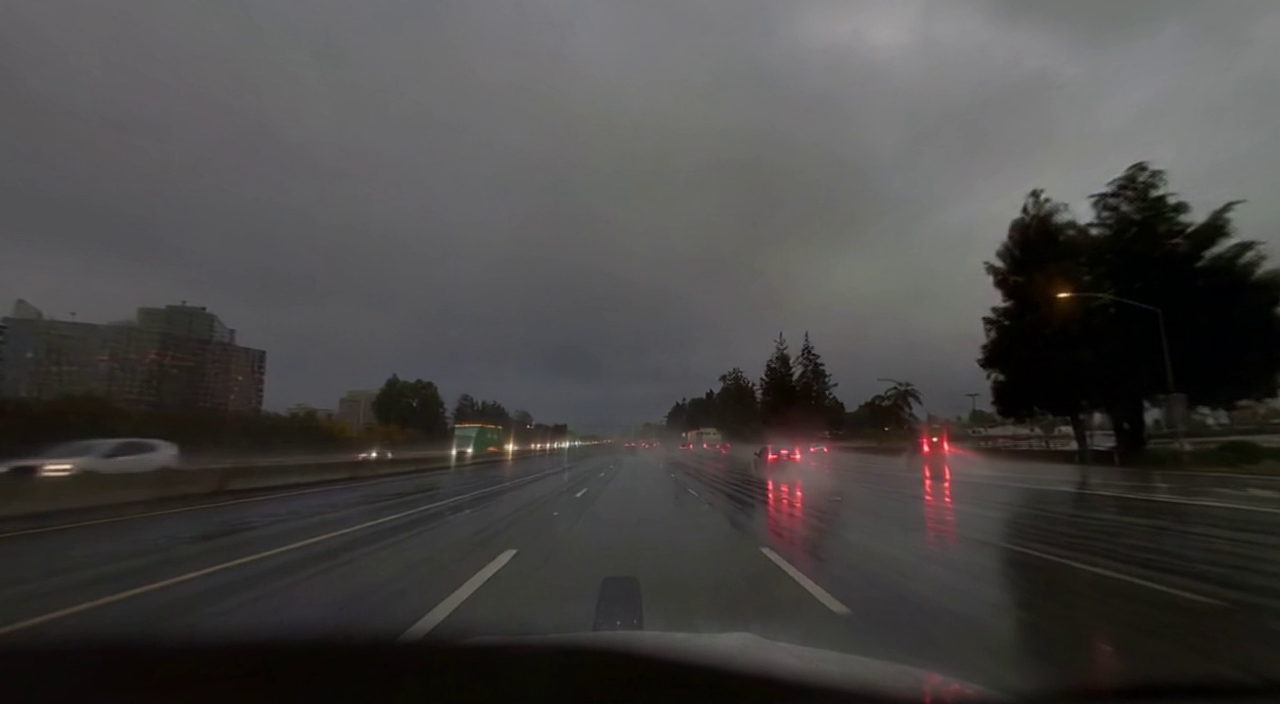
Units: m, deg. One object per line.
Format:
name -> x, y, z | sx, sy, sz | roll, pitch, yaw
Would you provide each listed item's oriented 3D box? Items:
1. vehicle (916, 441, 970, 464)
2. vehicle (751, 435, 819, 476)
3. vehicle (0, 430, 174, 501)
vehicle -> 21.930, 7.272, 45.892 | 1.826, 1.530, 4.462 | 0, -9, 1
vehicle -> 6.552, 4.732, 29.112 | 2.030, 1.706, 4.279 | 0, -9, -1
vehicle -> -14.821, 2.824, 16.142 | 2.000, 1.529, 5.012 | 0, -9, 0
